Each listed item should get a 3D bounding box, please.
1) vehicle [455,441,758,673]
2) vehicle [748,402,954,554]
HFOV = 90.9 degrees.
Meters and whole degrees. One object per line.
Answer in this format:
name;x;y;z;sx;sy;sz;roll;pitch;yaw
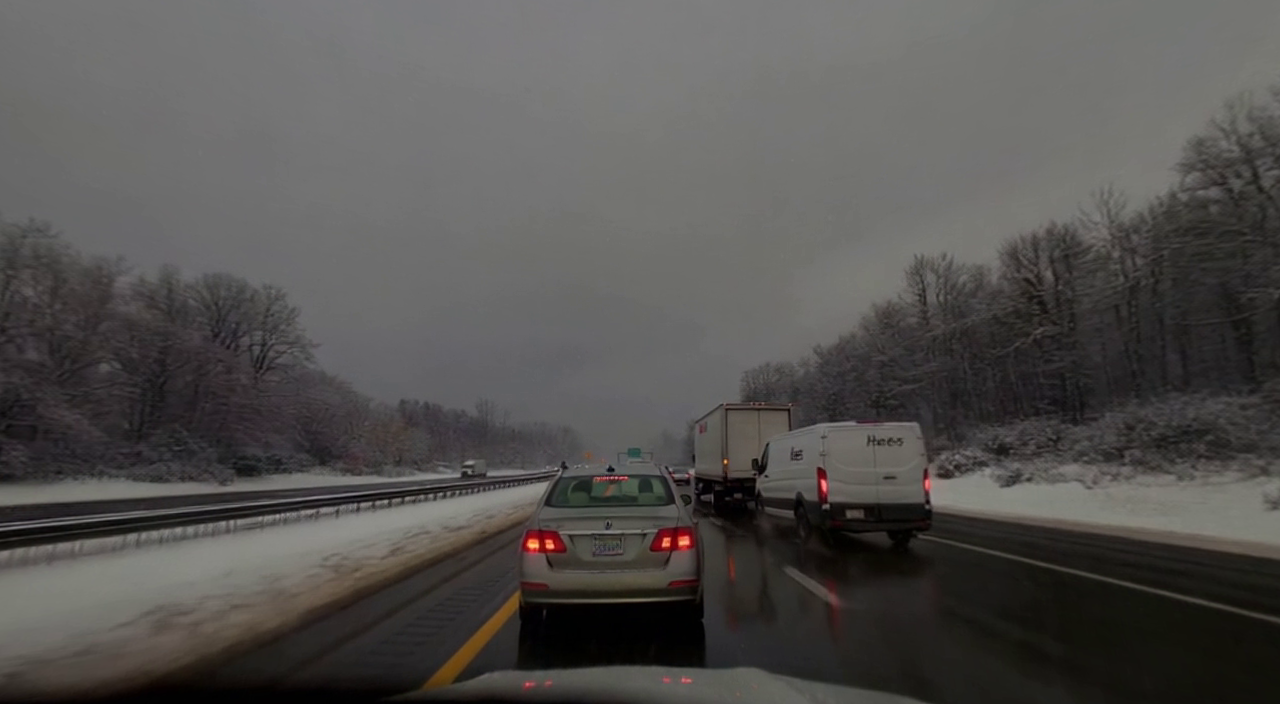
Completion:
vehicle;-0.253;1.679;5.934;1.980;1.493;3.410;1;-11;-1
vehicle;4.030;2.624;13.394;2.328;2.537;5.290;1;-11;-2
